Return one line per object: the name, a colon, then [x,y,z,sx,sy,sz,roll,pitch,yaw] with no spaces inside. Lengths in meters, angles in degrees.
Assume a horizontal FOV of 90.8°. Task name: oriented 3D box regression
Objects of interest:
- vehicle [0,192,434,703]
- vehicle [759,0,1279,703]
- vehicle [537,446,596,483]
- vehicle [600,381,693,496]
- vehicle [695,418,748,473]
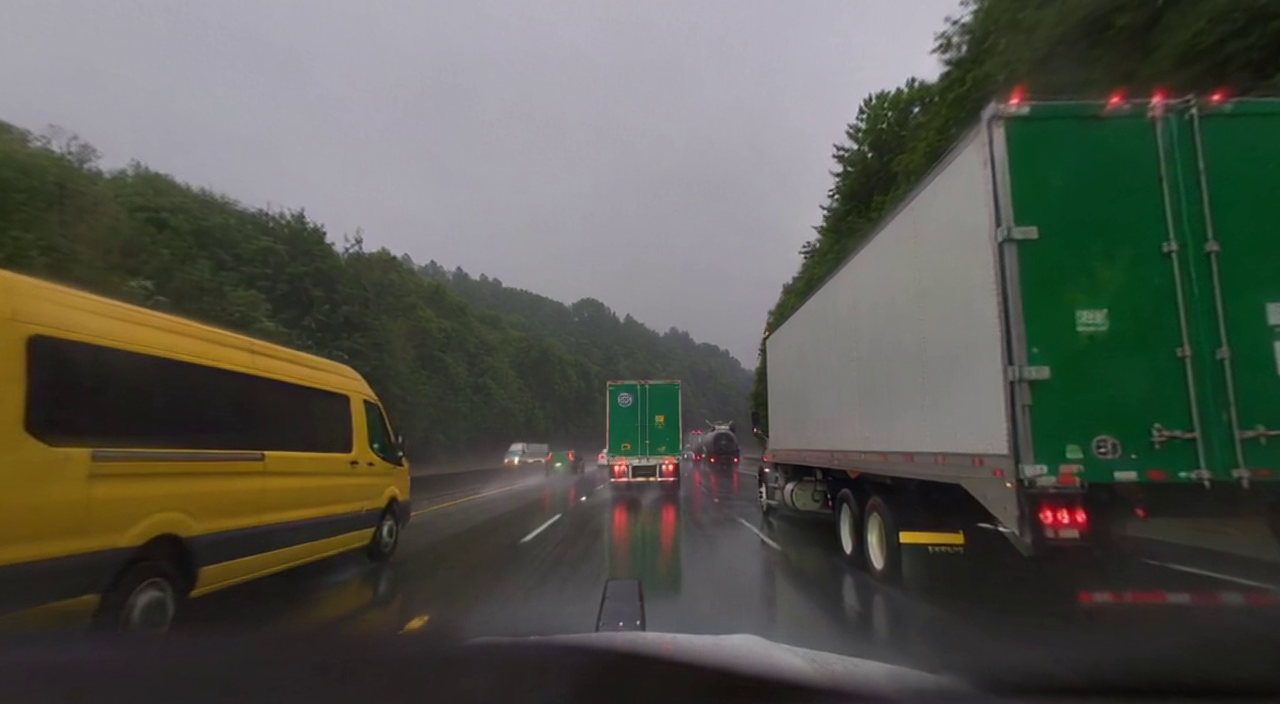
vehicle: [-4.160,0.955,5.409,2.525,2.572,6.260,0,-9,1]
vehicle: [4.451,0.614,9.313,3.139,4.152,11.915,0,-9,0]
vehicle: [-3.502,5.474,30.986,2.134,1.652,4.439,0,-9,3]
vehicle: [0.165,3.332,23.692,2.773,3.455,9.118,0,-9,0]
vehicle: [5.772,6.965,46.685,2.706,3.500,11.483,0,-9,2]
